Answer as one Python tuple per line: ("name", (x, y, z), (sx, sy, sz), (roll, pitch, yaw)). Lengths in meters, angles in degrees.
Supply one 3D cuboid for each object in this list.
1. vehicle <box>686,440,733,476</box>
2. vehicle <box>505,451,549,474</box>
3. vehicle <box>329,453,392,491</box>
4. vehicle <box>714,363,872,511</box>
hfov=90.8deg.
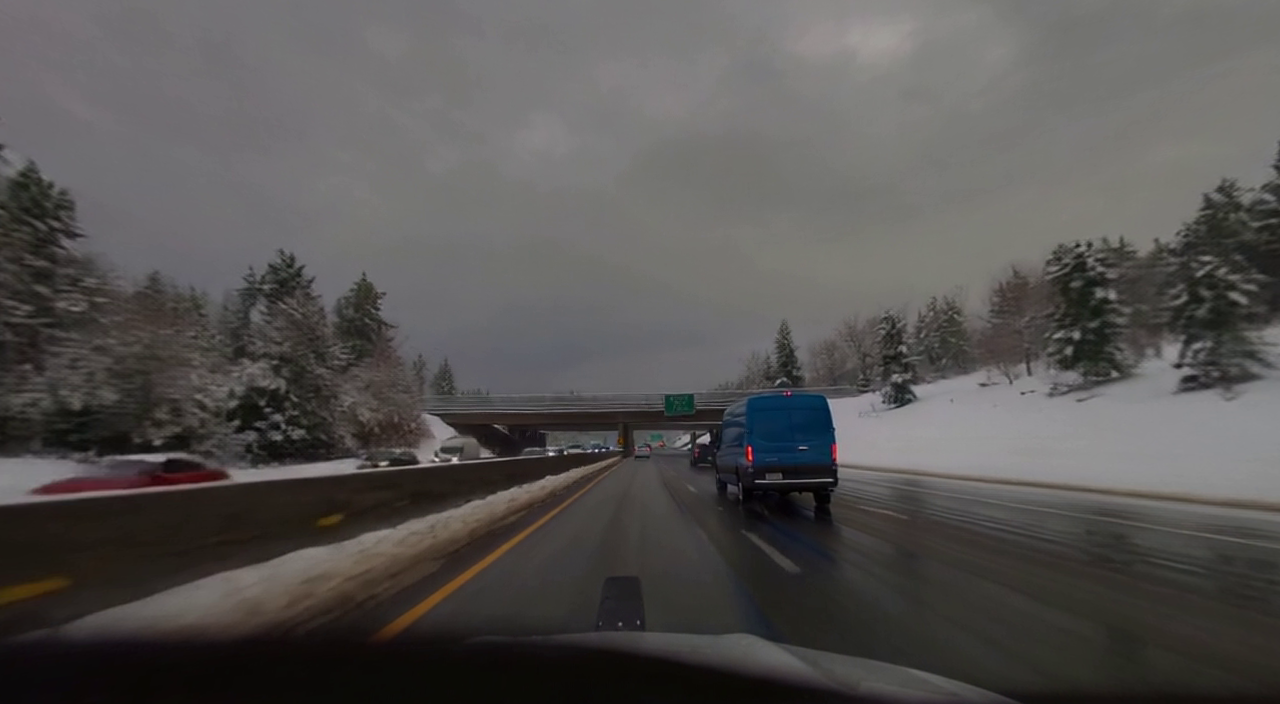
("vehicle", (3.623, 5.596, 33.511), (2.009, 1.731, 4.149), (0, -9, 0))
("vehicle", (-7.575, 7.444, 42.819), (1.932, 1.381, 5.404), (-1, -9, 1))
("vehicle", (-15.254, 6.546, 34.612), (1.912, 1.893, 3.151), (-1, -9, 1))
("vehicle", (3.692, 2.346, 17.119), (2.460, 3.155, 6.902), (0, -9, 0))
